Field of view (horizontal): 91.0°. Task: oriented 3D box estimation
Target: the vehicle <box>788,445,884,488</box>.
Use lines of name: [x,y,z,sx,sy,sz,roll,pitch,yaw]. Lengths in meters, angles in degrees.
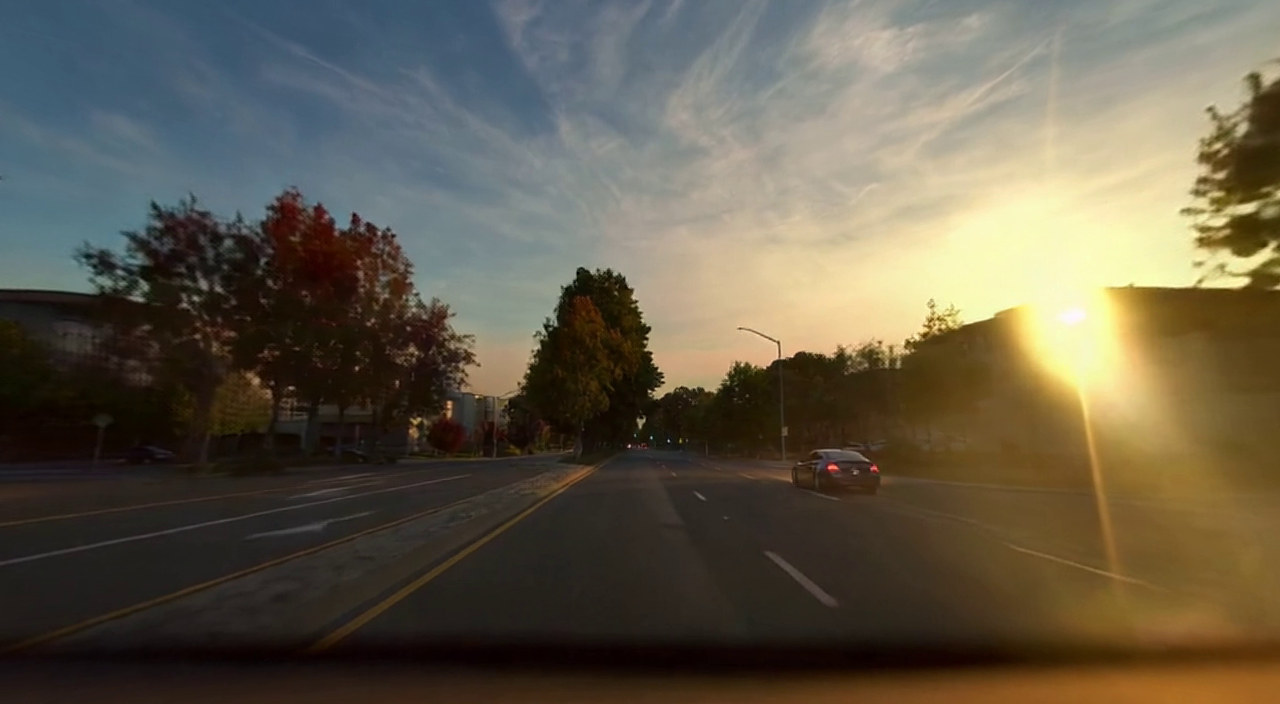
vehicle: [7.109,4.190,23.426,2.054,1.421,4.487,0,-8,-1]
